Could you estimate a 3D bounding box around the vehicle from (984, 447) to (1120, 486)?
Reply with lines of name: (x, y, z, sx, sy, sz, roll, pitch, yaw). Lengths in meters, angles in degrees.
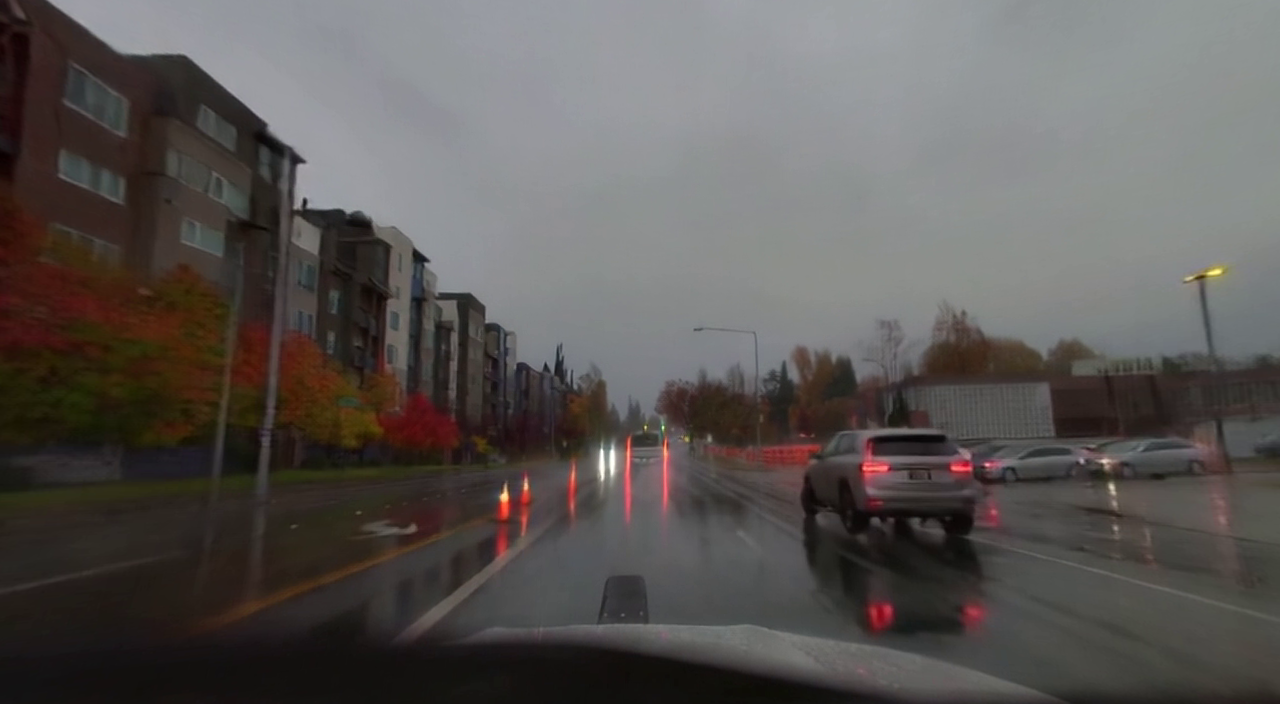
vehicle: (16.847, 4.659, 25.753, 4.568, 1.478, 1.900, 2, -9, -12)

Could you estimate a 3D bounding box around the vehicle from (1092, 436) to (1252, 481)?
vehicle: (21.987, 4.397, 26.130, 4.629, 1.756, 2.124, 0, -9, 1)

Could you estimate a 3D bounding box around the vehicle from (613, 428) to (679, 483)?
vehicle: (0.364, 4.917, 30.101, 2.762, 2.309, 6.723, 0, -9, 2)

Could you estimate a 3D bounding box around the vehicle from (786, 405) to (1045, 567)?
vehicle: (3.801, 1.953, 10.053, 2.120, 1.828, 5.531, -1, -9, 6)
